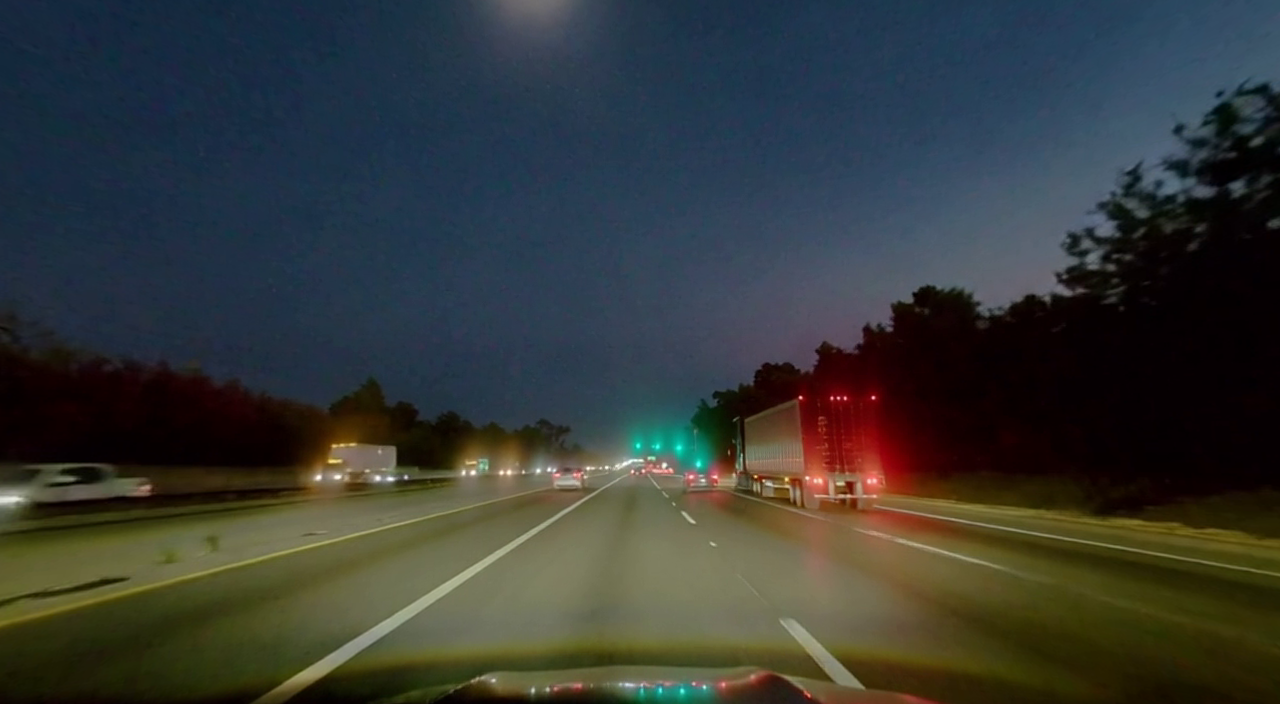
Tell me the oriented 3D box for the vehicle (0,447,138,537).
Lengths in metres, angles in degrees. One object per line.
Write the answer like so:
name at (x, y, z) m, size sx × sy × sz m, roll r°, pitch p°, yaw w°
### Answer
vehicle at (-11.540, 2.393, 10.853) m, size 1.870 × 1.474 × 4.645 m, roll 1°, pitch -10°, yaw 0°

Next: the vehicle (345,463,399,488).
vehicle at (-18.642, 8.575, 43.844) m, size 1.851 × 1.606 × 4.187 m, roll 1°, pitch -10°, yaw 0°

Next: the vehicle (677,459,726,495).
vehicle at (3.159, 6.615, 33.357) m, size 2.050 × 1.708 × 4.457 m, roll 1°, pitch -10°, yaw -1°

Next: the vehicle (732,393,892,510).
vehicle at (7.371, 5.100, 31.045) m, size 2.861 × 4.086 × 17.499 m, roll 1°, pitch -10°, yaw 0°

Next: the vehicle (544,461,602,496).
vehicle at (-3.041, 5.903, 29.560) m, size 2.065 × 1.485 × 4.682 m, roll 1°, pitch -10°, yaw 2°
